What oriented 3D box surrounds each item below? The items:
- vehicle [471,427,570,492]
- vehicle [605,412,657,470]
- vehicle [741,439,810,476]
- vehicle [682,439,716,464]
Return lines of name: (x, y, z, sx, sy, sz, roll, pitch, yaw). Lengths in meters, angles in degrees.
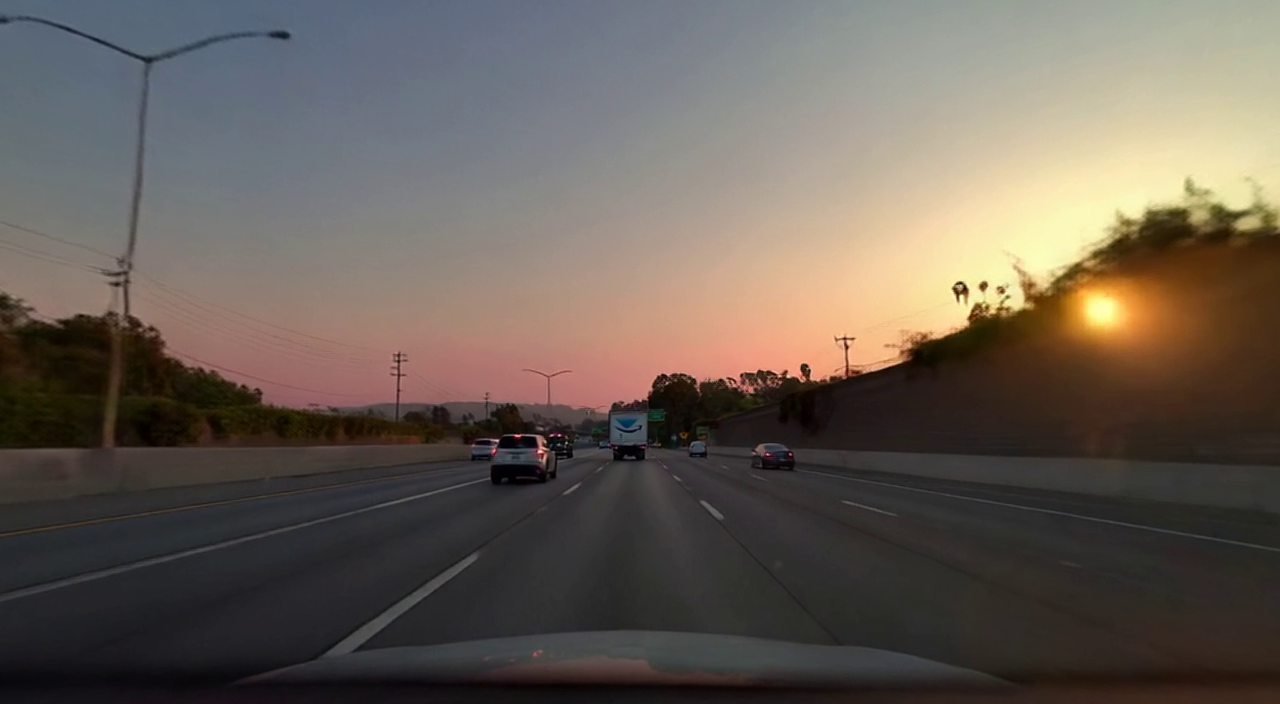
vehicle: (-3.409, 3.176, 18.918, 2.095, 1.688, 4.188, 0, -9, 1)
vehicle: (-0.398, 4.661, 32.874, 2.456, 2.705, 6.251, 0, -9, 0)
vehicle: (6.069, 4.762, 28.697, 1.970, 1.499, 4.491, 1, -9, -2)
vehicle: (4.104, 6.979, 44.425, 2.067, 1.654, 3.985, 0, -8, 0)
